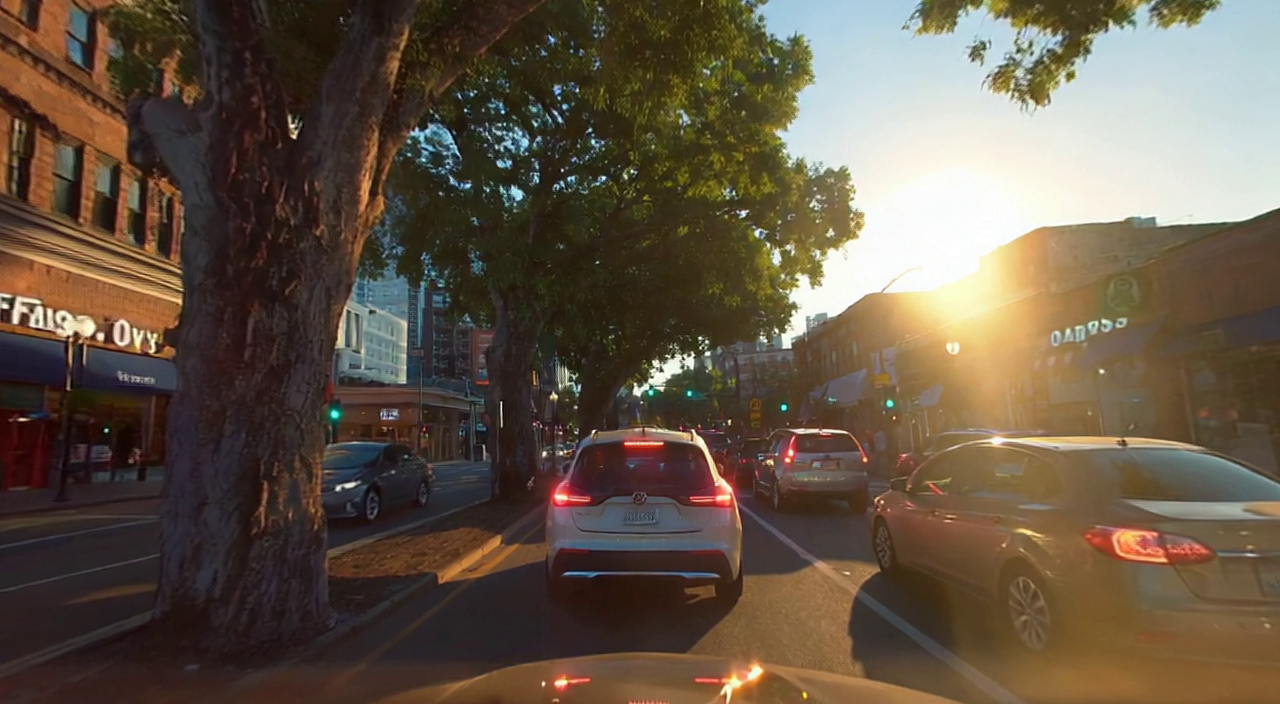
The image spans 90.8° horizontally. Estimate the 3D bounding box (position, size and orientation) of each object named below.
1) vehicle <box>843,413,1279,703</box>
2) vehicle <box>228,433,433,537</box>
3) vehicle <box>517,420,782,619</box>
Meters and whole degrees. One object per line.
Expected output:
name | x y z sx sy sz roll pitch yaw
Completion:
vehicle | 3.393 1.368 5.323 1.988 1.480 4.195 0 -9 1
vehicle | -5.468 2.381 12.002 1.898 1.542 4.689 0 -9 -5
vehicle | 0.059 1.545 6.637 2.006 1.487 3.535 0 -9 0
